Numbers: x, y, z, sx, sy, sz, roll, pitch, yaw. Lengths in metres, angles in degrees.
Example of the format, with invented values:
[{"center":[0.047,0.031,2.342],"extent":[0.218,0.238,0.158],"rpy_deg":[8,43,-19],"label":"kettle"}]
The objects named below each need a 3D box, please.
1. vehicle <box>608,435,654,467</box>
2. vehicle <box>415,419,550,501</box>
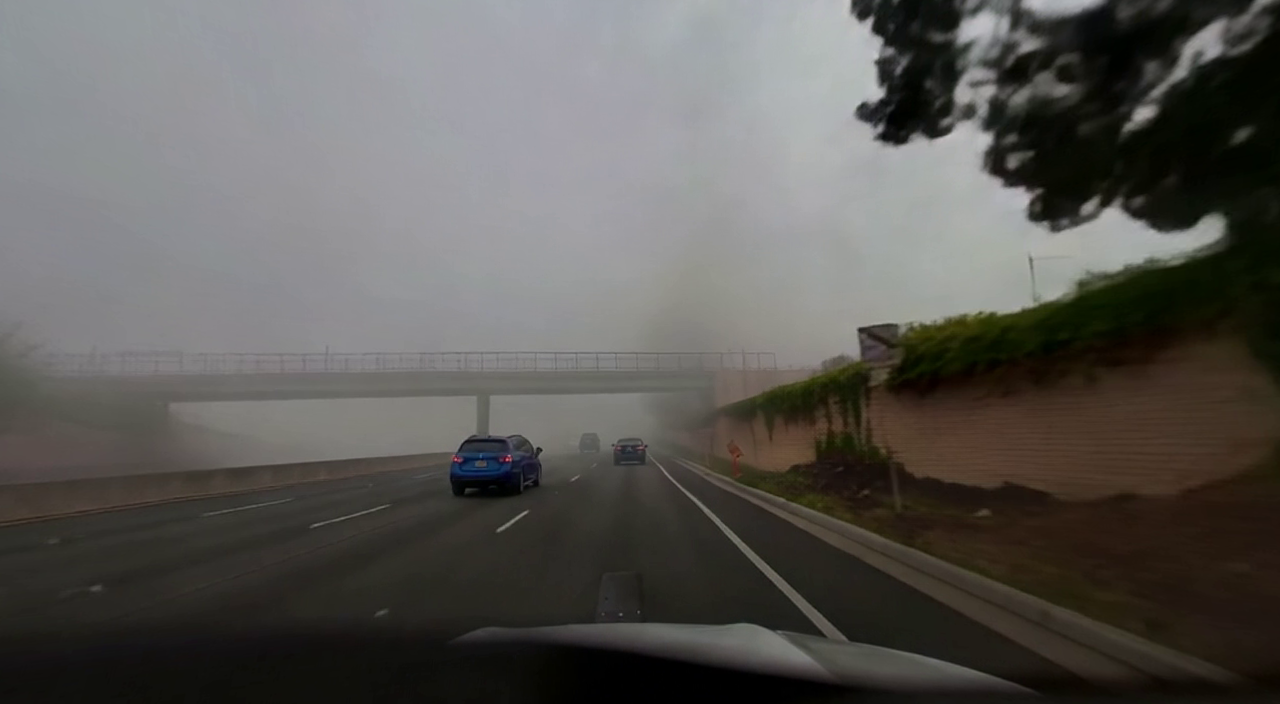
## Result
[{"center":[-0.460,5.026,32.235],"extent":[2.205,1.509,4.272],"rpy_deg":[0,-8,-1],"label":"vehicle"},{"center":[-3.822,2.738,16.327],"extent":[2.223,1.771,4.581],"rpy_deg":[-1,-8,1],"label":"vehicle"}]
